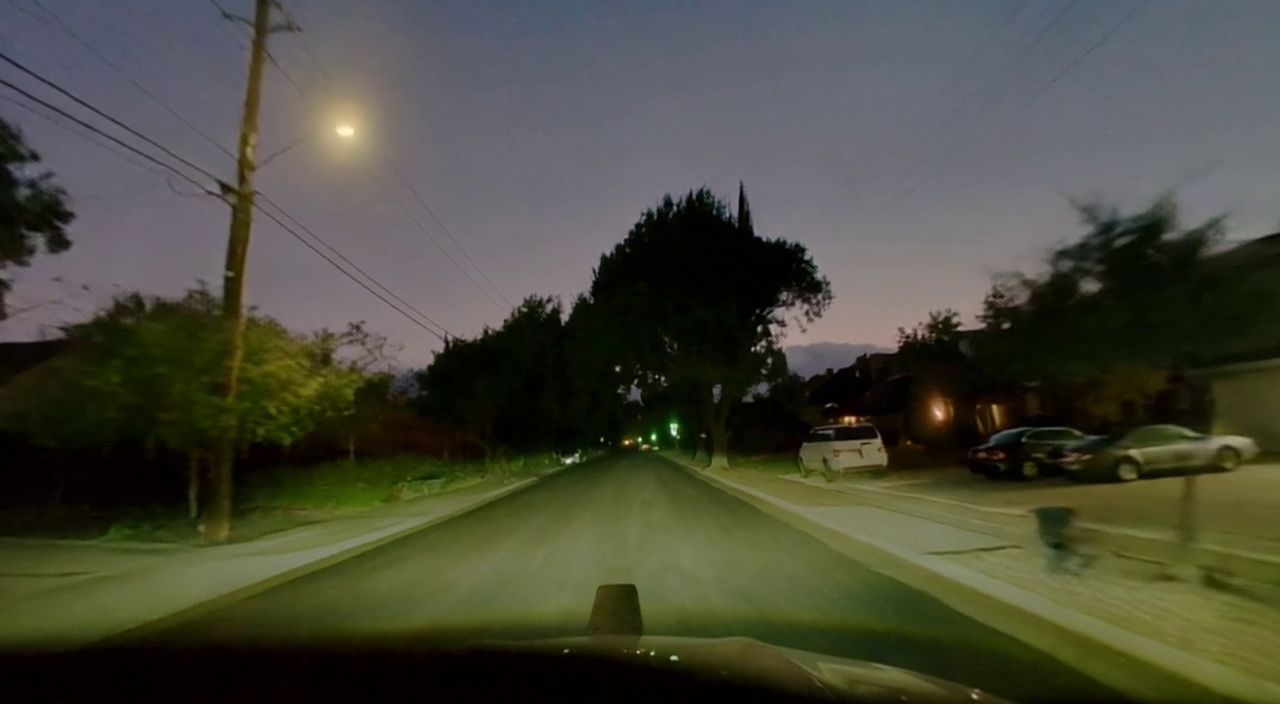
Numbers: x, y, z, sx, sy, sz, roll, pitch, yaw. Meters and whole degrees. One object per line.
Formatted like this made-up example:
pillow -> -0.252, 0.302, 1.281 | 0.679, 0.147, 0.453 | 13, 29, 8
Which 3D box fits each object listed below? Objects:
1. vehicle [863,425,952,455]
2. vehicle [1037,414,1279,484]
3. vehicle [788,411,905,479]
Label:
vehicle -> 14.714, 4.866, 34.912 | 4.045, 1.570, 1.864 | 0, -8, 0
vehicle -> 12.136, 2.211, 14.538 | 4.686, 1.466, 1.869 | 0, -8, 0
vehicle -> 6.928, 3.218, 21.898 | 2.233, 1.923, 4.848 | -4, -8, -2
